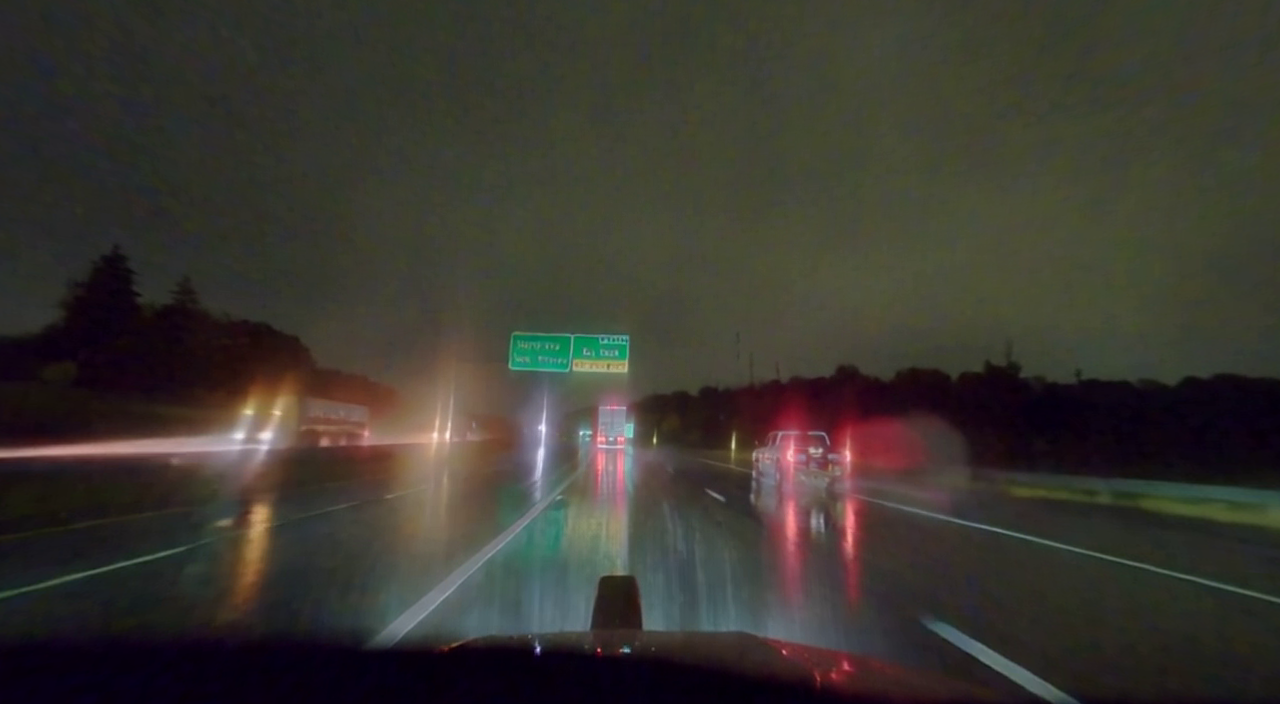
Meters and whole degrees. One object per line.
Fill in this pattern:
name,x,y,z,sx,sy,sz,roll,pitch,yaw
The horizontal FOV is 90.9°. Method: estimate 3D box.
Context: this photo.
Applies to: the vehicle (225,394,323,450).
vehicle,-25.642,5.029,44.636,3.431,3.680,6.045,1,-8,-4
